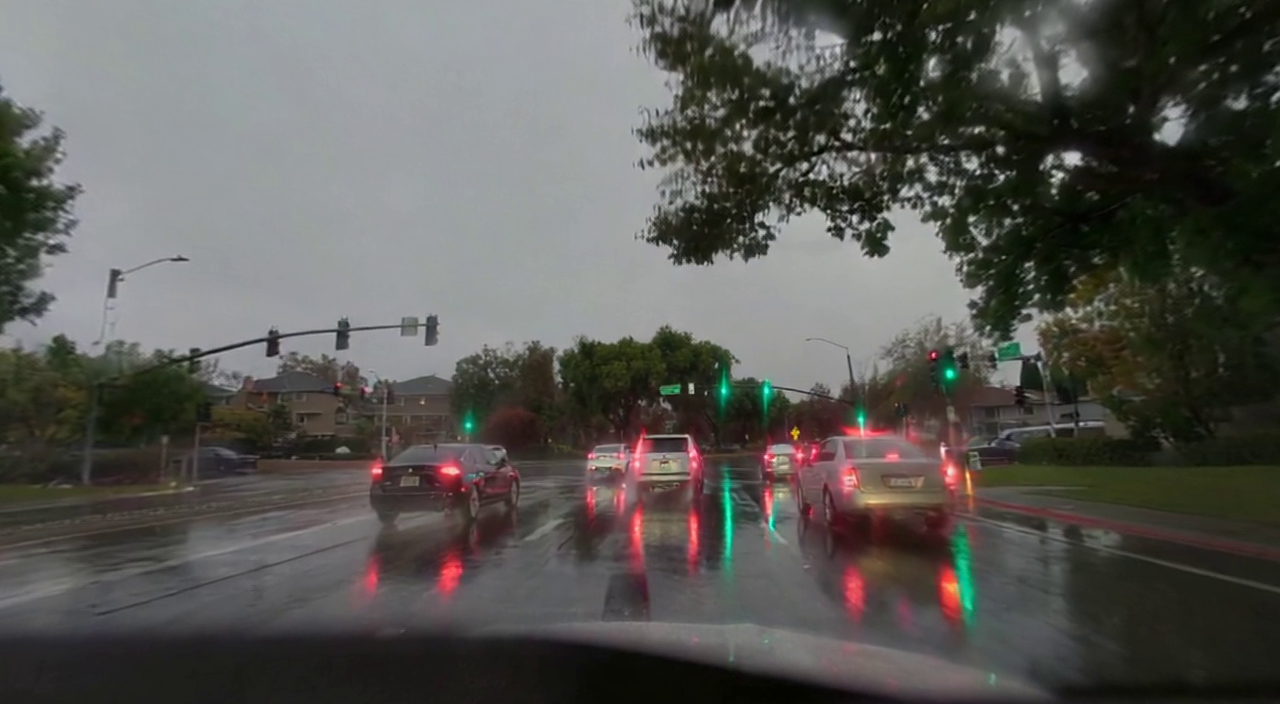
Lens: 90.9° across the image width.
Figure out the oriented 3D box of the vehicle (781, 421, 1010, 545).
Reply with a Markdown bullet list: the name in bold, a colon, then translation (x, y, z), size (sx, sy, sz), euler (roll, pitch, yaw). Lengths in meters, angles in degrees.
- **vehicle**: translation (3.921, 2.100, 10.786), size (2.106, 1.636, 4.655), euler (0, -9, 2)

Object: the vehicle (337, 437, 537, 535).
- **vehicle**: translation (-3.464, 2.373, 11.896), size (2.006, 1.464, 4.586), euler (-1, -9, 4)

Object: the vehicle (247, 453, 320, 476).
- **vehicle**: translation (-27.649, 8.729, 48.944), size (4.711, 1.661, 1.990), euler (-2, -9, 13)

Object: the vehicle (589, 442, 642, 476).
- **vehicle**: translation (-1.121, 5.182, 30.778), size (1.951, 1.492, 4.095), euler (-1, -9, 7)

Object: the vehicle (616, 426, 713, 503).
- **vehicle**: translation (0.755, 2.959, 16.952), size (2.250, 1.768, 4.574), euler (-1, -9, 5)
